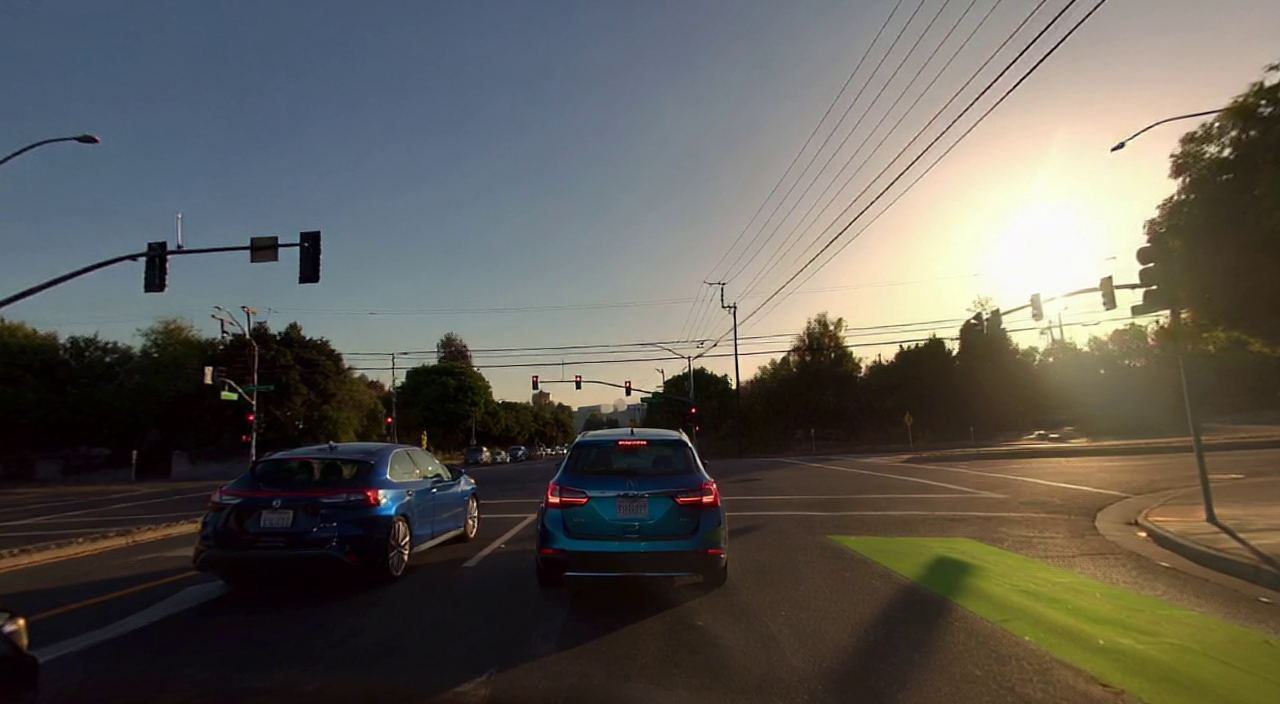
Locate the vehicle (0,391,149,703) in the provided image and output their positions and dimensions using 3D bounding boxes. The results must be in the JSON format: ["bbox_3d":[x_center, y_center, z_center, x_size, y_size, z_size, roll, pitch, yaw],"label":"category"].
[{"bbox_3d":[-3.479,0.618,0.375,2.138,1.488,5.327,0,-8,0],"label":"vehicle"}]

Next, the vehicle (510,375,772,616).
[{"bbox_3d":[-0.026,1.559,7.640,2.036,1.885,5.196,0,-10,-1],"label":"vehicle"}]

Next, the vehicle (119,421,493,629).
[{"bbox_3d":[-2.923,1.597,6.642,1.726,1.506,3.840,0,-10,1],"label":"vehicle"}]
